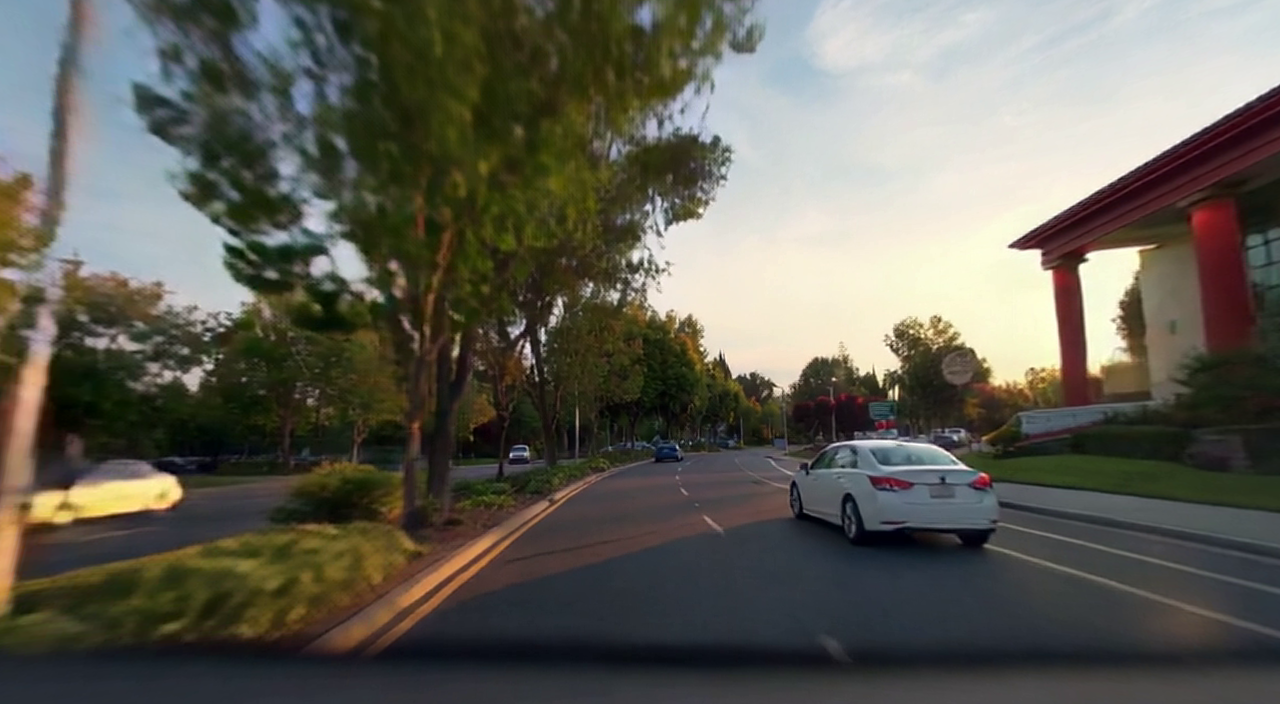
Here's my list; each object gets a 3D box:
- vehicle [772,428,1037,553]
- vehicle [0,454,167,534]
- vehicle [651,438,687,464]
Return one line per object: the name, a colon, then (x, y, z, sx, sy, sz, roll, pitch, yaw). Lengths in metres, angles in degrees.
vehicle: (3.746, 2.051, 10.178, 2.132, 1.497, 4.827, 0, -8, -1)
vehicle: (-14.693, 3.480, 16.099, 1.910, 1.667, 4.290, 0, -8, 0)
vehicle: (2.087, 6.903, 44.178, 2.123, 1.703, 4.292, -1, -8, 8)
